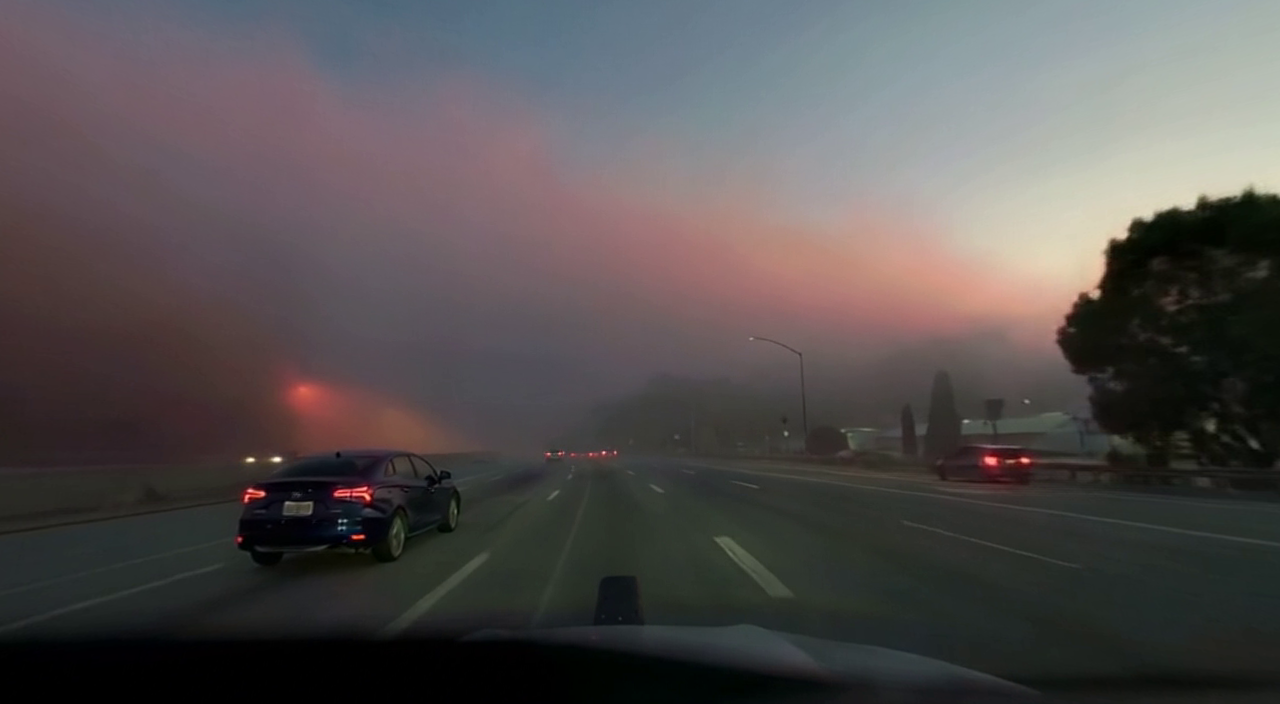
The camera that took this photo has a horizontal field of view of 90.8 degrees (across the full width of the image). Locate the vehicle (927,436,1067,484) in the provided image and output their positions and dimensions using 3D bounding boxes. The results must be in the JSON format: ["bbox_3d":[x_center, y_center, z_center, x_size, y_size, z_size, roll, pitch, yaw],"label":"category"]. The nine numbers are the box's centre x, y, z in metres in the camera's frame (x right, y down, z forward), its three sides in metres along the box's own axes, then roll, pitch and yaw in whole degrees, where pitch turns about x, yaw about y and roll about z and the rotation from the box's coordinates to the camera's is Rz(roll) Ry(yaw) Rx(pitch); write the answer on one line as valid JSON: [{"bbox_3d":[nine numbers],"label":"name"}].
[{"bbox_3d":[13.216,4.021,23.882,1.983,1.613,5.190,0,-8,-4],"label":"vehicle"}]

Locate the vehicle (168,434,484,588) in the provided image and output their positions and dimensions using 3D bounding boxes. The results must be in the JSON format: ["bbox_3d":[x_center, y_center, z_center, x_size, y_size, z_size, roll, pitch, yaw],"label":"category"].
[{"bbox_3d":[-3.599,1.871,8.381,2.018,1.476,4.364,0,-8,-1],"label":"vehicle"}]
